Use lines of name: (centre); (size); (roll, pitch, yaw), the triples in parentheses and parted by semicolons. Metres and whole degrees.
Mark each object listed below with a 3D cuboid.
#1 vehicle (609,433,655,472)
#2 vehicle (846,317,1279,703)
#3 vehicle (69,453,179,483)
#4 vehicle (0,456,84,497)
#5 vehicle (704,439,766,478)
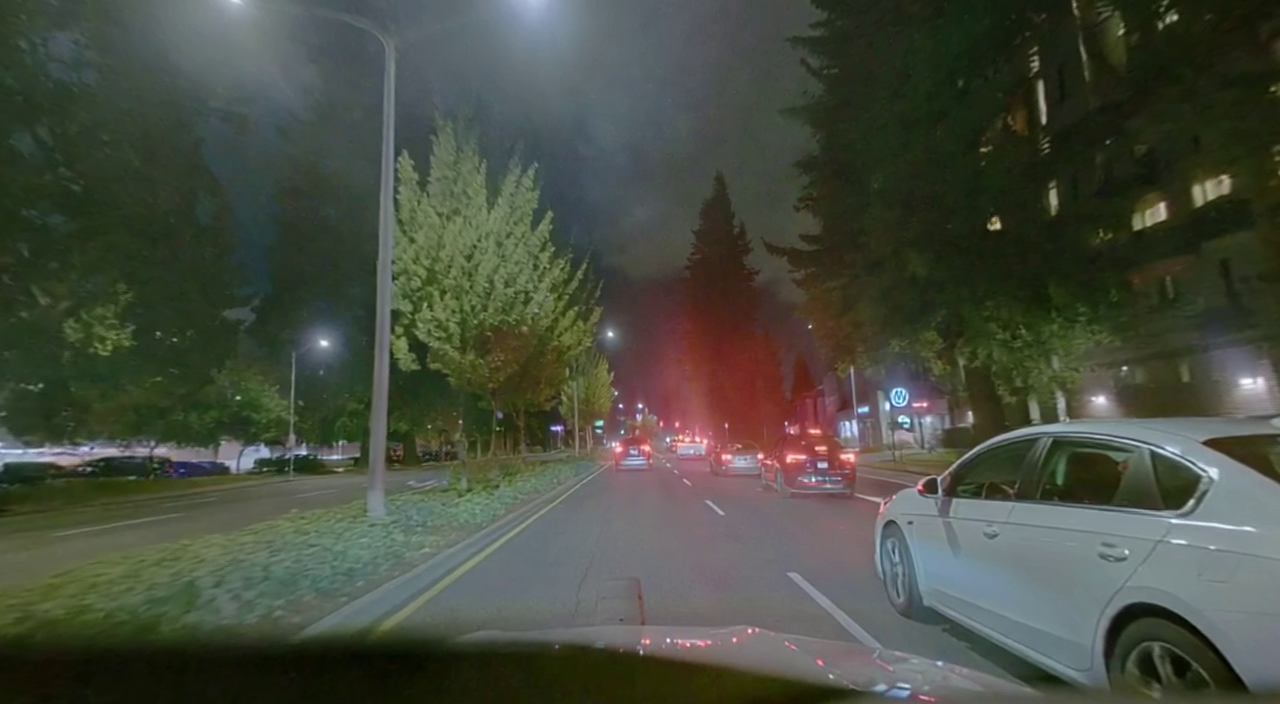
vehicle: (-0.377, 4.939, 31.248); (2.106, 1.798, 4.168); (0, -8, 0)
vehicle: (2.993, 0.959, 3.466); (2.153, 1.658, 4.485); (0, -8, -1)
vehicle: (-30.876, 6.908, 37.882); (4.678, 1.692, 2.118); (0, -8, 0)
vehicle: (-28.476, 5.668, 28.949); (1.973, 1.659, 4.397); (0, -8, -2)
vehicle: (3.775, 4.303, 25.843); (1.883, 1.452, 4.258); (0, -8, 0)
